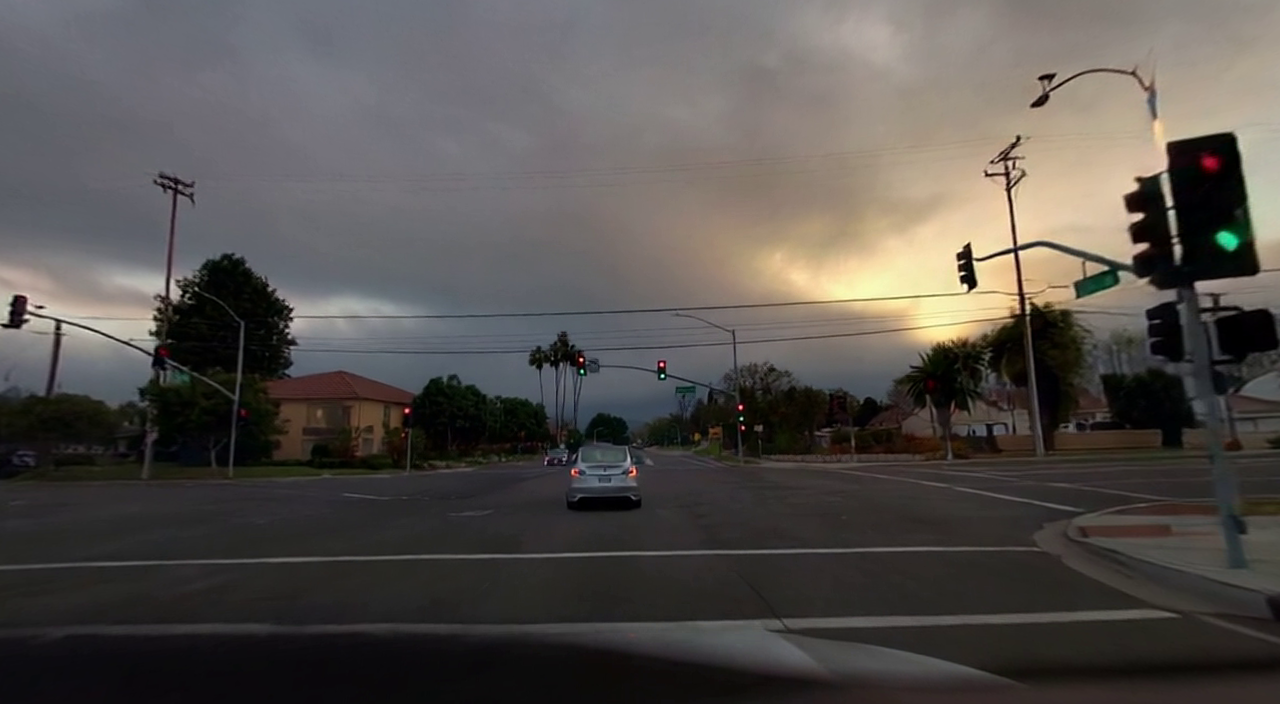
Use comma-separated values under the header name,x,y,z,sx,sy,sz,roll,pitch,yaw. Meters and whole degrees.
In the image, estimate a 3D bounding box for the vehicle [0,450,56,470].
name,x,y,z,sx,sy,sz,roll,pitch,yaw
vehicle,-46.578,8.182,48.064,1.792,1.458,4.159,3,-9,-22

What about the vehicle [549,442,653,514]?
name,x,y,z,sx,sy,sz,roll,pitch,yaw
vehicle,-0.858,2.953,15.351,2.152,1.478,4.229,0,-8,-1
